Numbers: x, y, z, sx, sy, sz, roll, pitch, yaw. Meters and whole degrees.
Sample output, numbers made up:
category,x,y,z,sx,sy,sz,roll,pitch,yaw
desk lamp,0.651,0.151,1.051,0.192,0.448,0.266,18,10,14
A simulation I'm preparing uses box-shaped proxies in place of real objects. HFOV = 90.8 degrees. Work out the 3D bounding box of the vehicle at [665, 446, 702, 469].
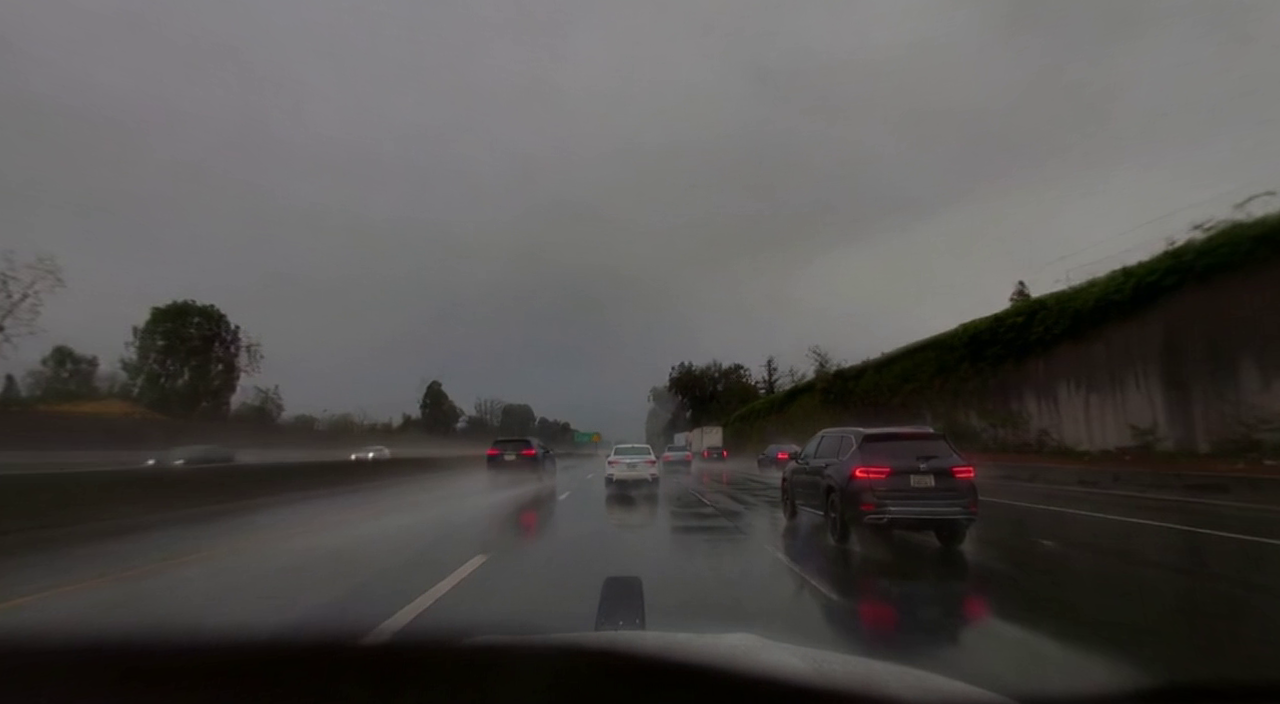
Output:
category,x,y,z,sx,sy,sz,roll,pitch,yaw
vehicle,2.989,7.330,44.094,1.998,1.490,4.296,0,-9,-3

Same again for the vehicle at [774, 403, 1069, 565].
category,x,y,z,sx,sy,sz,roll,pitch,yaw
vehicle,3.651,1.822,9.472,2.162,1.800,4.693,0,-9,-1

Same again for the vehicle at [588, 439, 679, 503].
category,x,y,z,sx,sy,sz,roll,pitch,yaw
vehicle,-0.207,3.069,16.712,2.098,1.475,3.997,0,-8,-2

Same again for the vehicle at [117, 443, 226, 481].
category,x,y,z,sx,sy,sz,roll,pitch,yaw
vehicle,-21.726,5.087,29.535,1.843,1.590,4.344,0,-9,-2

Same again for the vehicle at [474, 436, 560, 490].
category,x,y,z,sx,sy,sz,roll,pitch,yaw
vehicle,-4.429,4.088,23.591,2.218,1.776,5.031,0,-8,0
